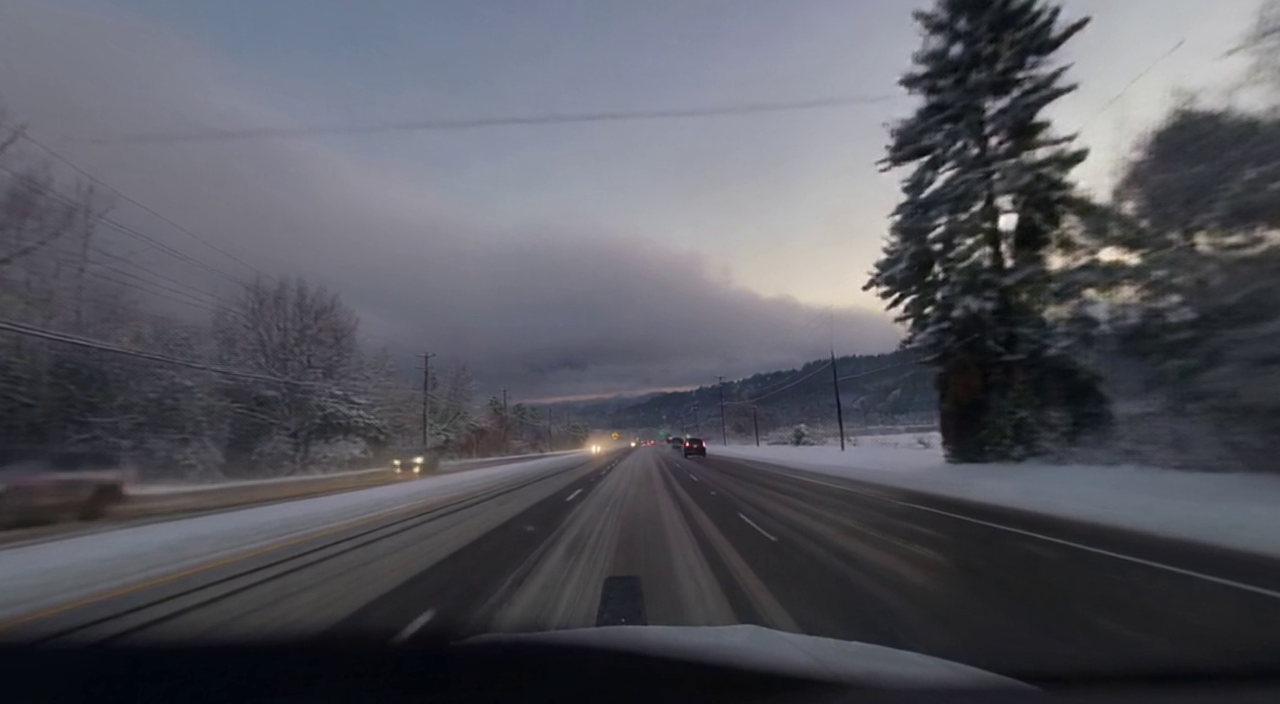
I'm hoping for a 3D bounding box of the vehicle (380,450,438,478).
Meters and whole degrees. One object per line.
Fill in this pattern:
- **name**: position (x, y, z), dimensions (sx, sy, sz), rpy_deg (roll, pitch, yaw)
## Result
- **vehicle**: position (-15.958, 7.767, 43.915), dimensions (2.105, 1.748, 4.948), rpy_deg (0, -8, 1)
